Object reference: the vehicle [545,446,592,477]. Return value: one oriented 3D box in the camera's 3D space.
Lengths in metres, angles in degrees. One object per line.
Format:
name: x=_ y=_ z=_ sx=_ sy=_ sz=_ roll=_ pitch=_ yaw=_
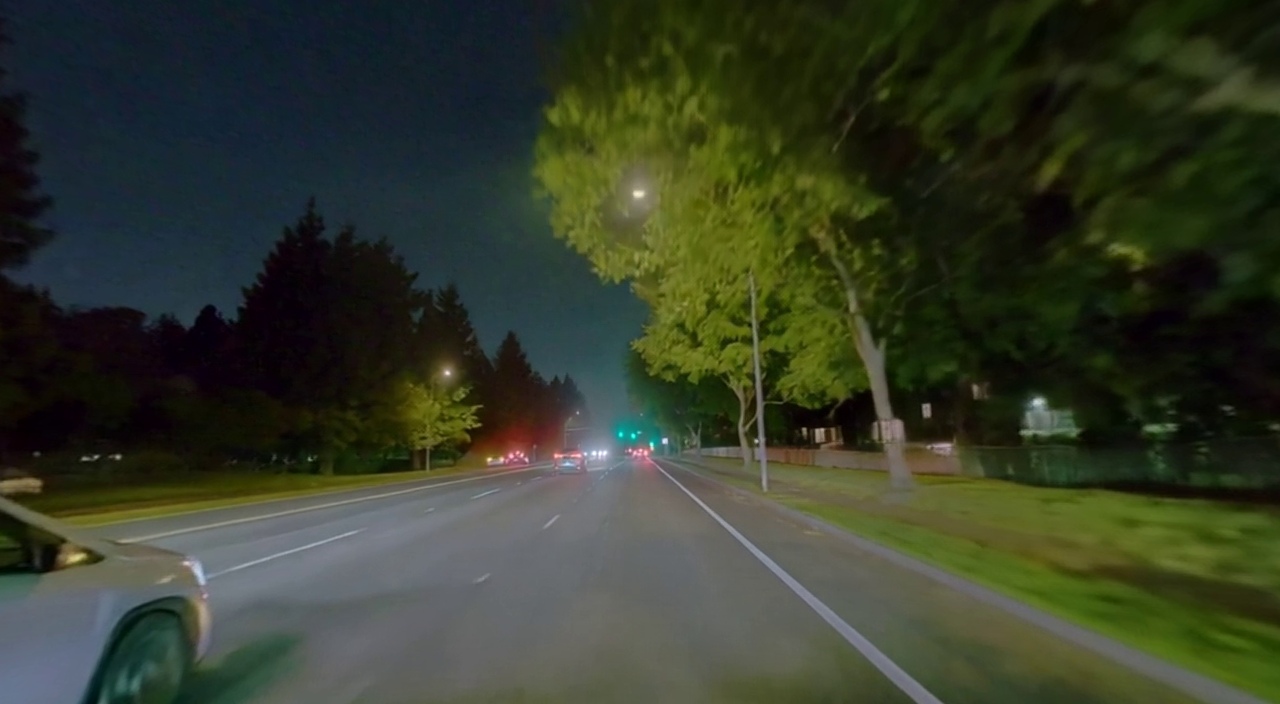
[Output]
vehicle: x=-3.670 y=5.699 z=33.155 sx=1.992 sy=1.447 sz=4.044 roll=0 pitch=-8 yaw=0
